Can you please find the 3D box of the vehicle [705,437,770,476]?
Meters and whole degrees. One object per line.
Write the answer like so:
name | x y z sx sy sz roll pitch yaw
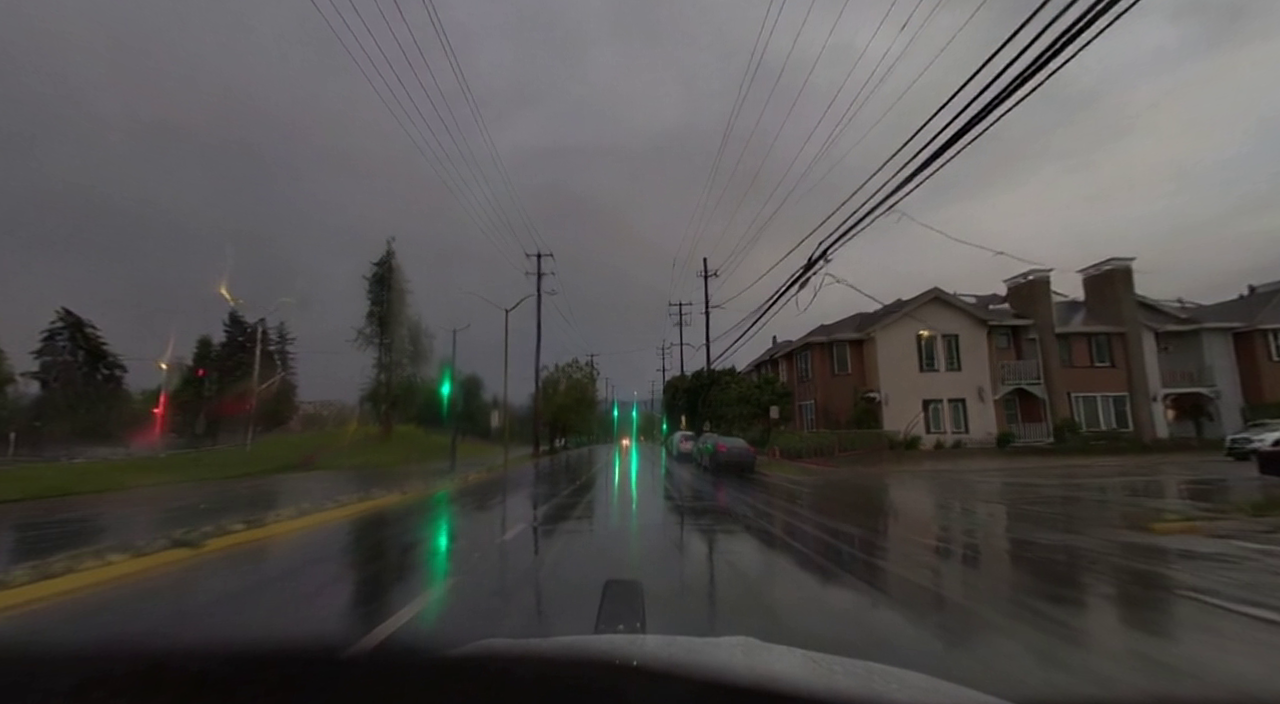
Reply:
vehicle | 3.868 4.202 25.769 1.785 1.441 4.458 0 -8 -2
